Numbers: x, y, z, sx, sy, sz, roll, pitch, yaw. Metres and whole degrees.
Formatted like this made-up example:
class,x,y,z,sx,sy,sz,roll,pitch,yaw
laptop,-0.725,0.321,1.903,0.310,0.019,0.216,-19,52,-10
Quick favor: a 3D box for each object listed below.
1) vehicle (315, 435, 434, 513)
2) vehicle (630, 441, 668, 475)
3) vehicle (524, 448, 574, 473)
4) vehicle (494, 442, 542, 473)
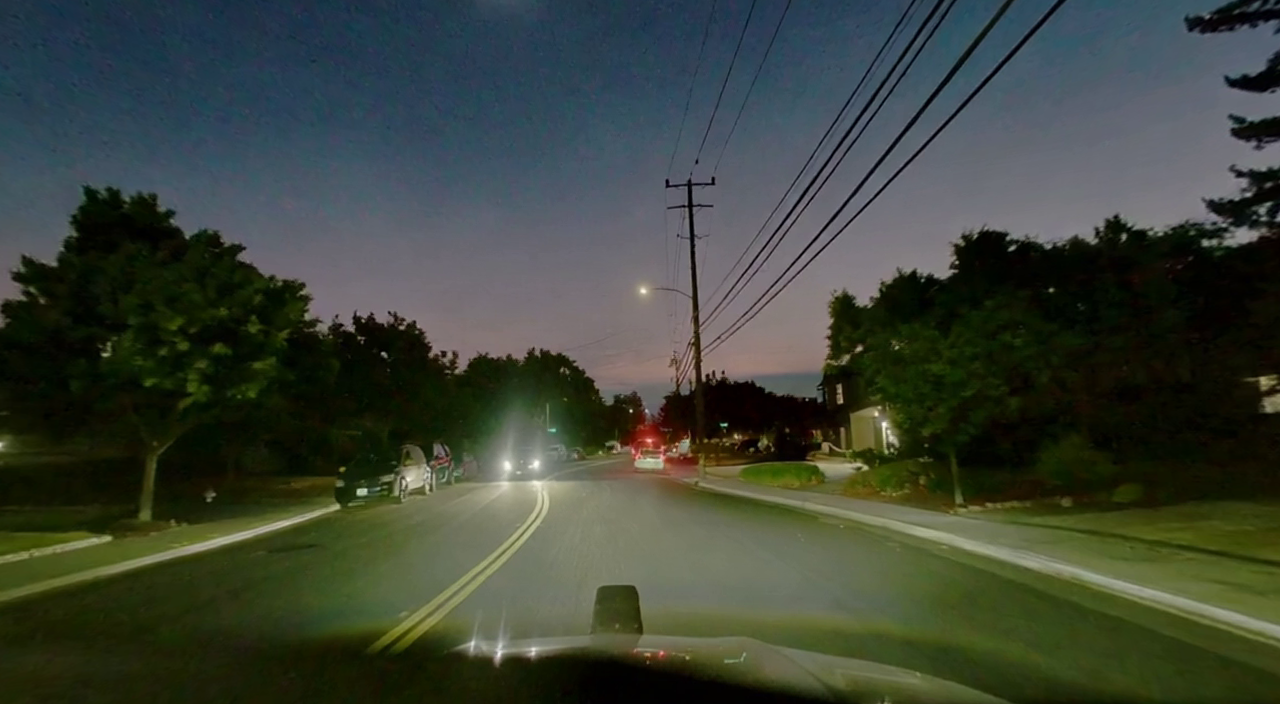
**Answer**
class,x,y,z,sx,sy,sz,roll,pitch,yaw
vehicle,-8.297,3.841,20.428,2.312,2.032,5.585,-1,-9,-10
vehicle,0.507,6.081,36.460,2.032,1.810,5.047,0,-8,1
vehicle,-5.649,6.798,39.929,2.448,1.475,4.568,0,-9,1
vehicle,-9.029,7.874,47.071,2.353,2.037,5.358,-4,-10,1
